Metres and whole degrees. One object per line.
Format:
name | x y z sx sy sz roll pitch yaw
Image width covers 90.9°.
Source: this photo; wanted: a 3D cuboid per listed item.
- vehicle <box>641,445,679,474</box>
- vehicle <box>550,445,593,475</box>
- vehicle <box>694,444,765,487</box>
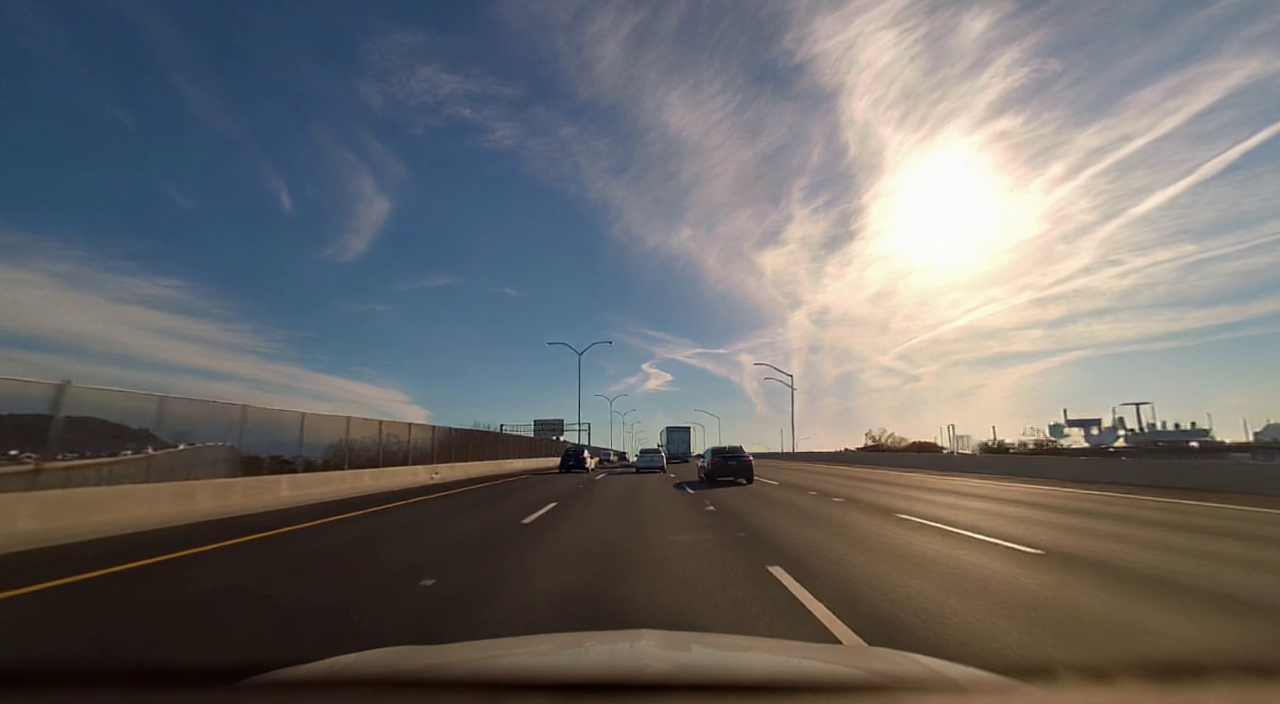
vehicle | 1.147 6.314 37.465 2.067 1.555 4.851 -1 -8 1
vehicle | -3.971 6.290 37.019 2.036 1.669 4.112 0 -8 0
vehicle | 3.249 4.218 23.818 1.942 1.453 4.329 0 -8 -1
